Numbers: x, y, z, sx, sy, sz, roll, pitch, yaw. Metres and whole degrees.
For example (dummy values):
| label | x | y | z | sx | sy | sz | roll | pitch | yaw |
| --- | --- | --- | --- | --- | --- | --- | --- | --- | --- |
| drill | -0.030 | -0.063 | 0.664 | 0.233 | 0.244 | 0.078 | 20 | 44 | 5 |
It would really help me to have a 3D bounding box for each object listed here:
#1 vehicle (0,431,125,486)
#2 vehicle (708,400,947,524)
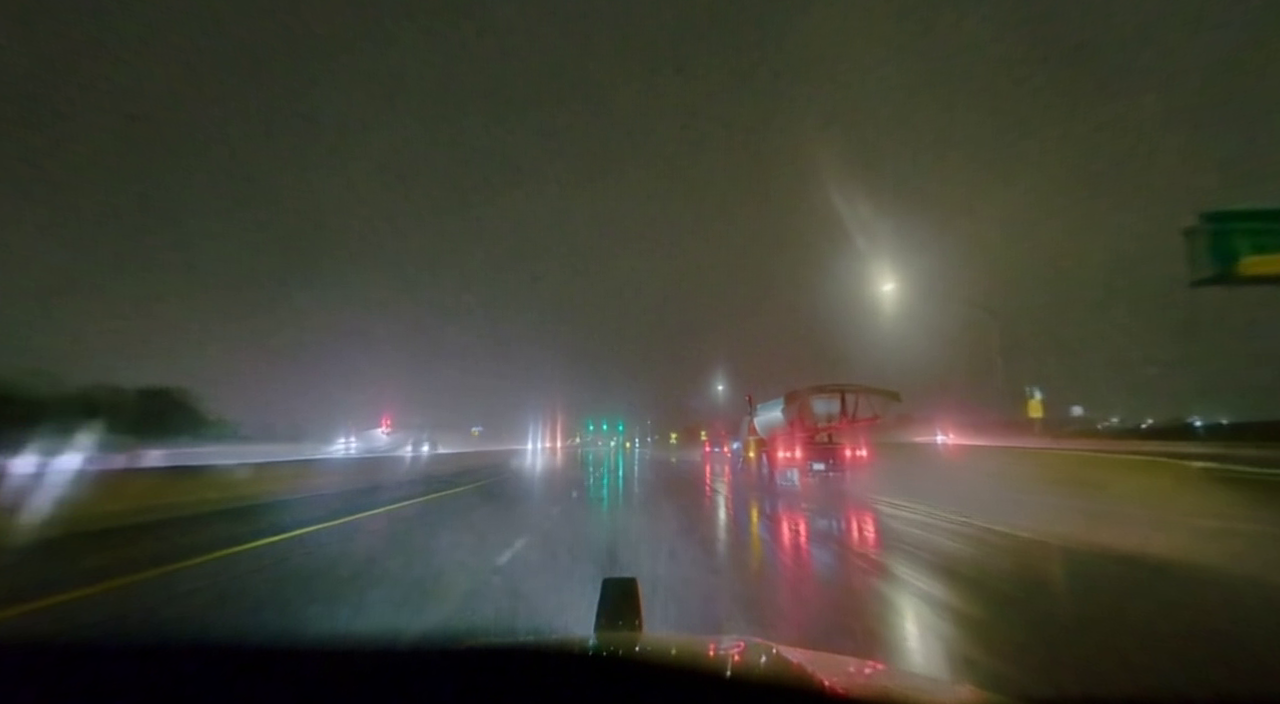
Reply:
| label | x | y | z | sx | sy | sz | roll | pitch | yaw |
| --- | --- | --- | --- | --- | --- | --- | --- | --- | --- |
| vehicle | -21.580 | 3.779 | 22.792 | 2.044 | 1.751 | 4.667 | 1 | -8 | -1 |
| vehicle | 3.577 | 2.419 | 14.580 | 2.981 | 2.053 | 7.897 | 1 | -8 | -1 |
